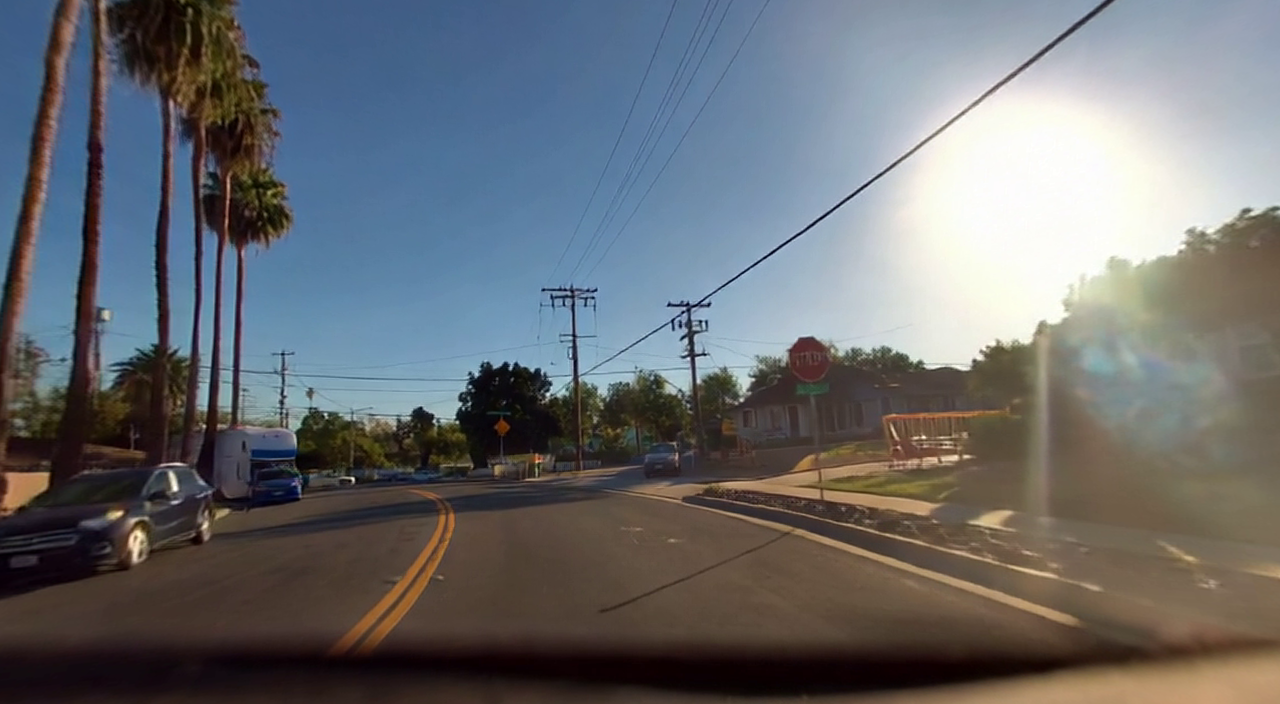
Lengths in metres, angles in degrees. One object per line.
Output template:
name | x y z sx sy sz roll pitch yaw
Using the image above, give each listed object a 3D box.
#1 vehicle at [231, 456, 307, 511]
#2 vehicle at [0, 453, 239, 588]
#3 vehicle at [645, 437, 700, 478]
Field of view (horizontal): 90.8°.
vehicle | -13.554 4.661 22.943 2.103 1.599 4.865 3 -9 -32
vehicle | -8.498 2.559 10.472 2.085 1.545 4.340 1 -7 -18
vehicle | 1.644 5.668 34.471 2.508 1.887 5.930 -1 -7 -1
